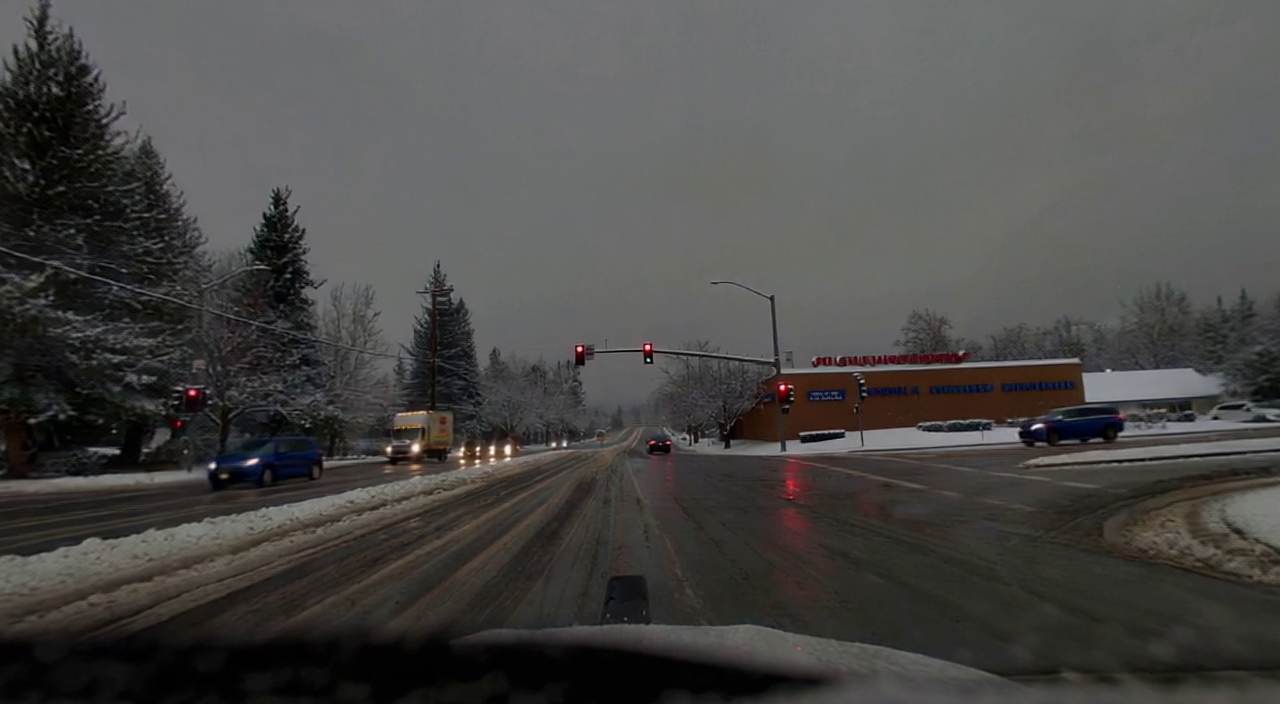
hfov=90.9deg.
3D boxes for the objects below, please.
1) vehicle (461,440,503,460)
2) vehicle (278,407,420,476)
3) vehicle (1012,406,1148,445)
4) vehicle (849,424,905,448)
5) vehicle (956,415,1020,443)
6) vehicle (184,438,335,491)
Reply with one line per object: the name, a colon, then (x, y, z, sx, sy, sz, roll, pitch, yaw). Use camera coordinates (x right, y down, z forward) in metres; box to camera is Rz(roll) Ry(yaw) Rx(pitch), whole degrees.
vehicle: (-12.136, 7.578, 48.724, 1.996, 1.482, 4.772, 0, -8, 1)
vehicle: (-16.636, 5.333, 37.427, 3.161, 3.455, 11.058, 0, -8, 0)
vehicle: (19.552, 3.325, 28.149, 4.566, 1.670, 2.000, 0, -8, -2)
vehicle: (17.419, 6.240, 46.507, 3.329, 1.415, 1.821, -6, -9, 2)
vehicle: (23.207, 5.218, 42.149, 1.930, 1.761, 3.911, 0, -8, -1)
vehicle: (-11.876, 3.520, 20.140, 1.996, 1.489, 4.566, 0, -8, 0)
